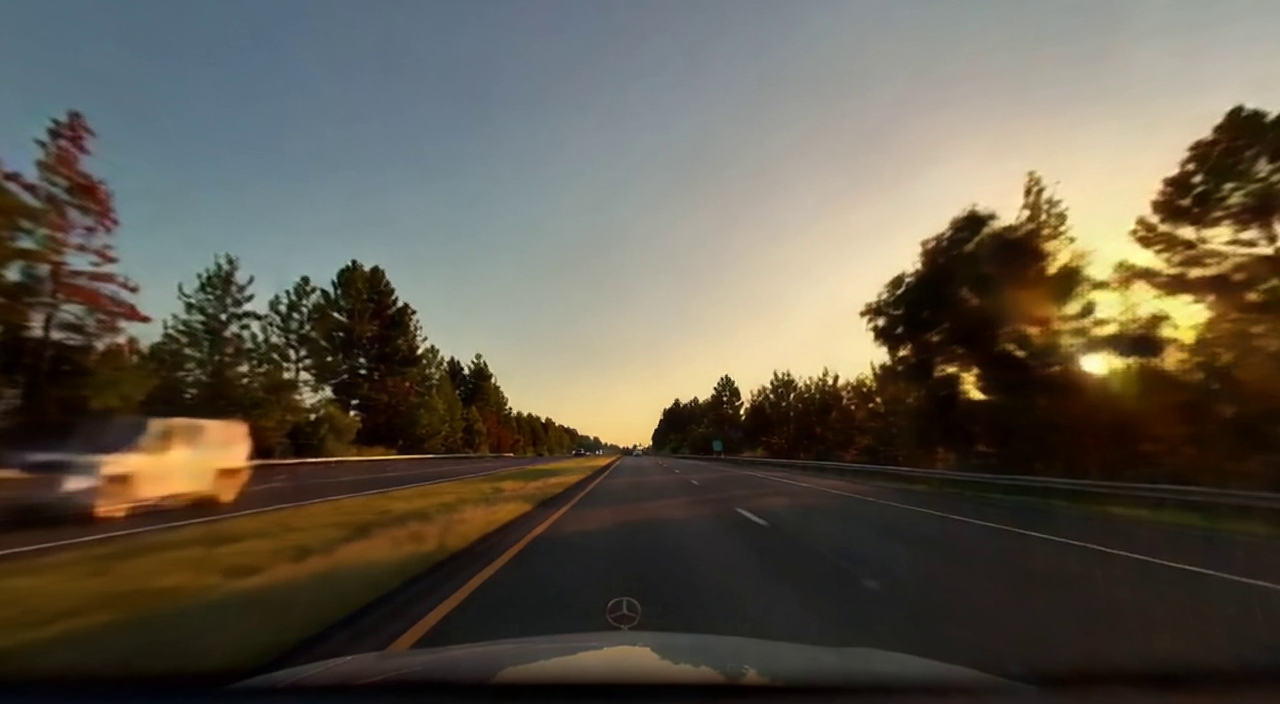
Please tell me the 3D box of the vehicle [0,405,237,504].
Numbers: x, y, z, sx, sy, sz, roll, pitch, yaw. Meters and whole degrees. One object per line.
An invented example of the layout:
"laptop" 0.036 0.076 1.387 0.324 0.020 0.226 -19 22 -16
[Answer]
"vehicle" -12.160 2.369 14.741 2.133 1.882 5.138 0 -9 -1
